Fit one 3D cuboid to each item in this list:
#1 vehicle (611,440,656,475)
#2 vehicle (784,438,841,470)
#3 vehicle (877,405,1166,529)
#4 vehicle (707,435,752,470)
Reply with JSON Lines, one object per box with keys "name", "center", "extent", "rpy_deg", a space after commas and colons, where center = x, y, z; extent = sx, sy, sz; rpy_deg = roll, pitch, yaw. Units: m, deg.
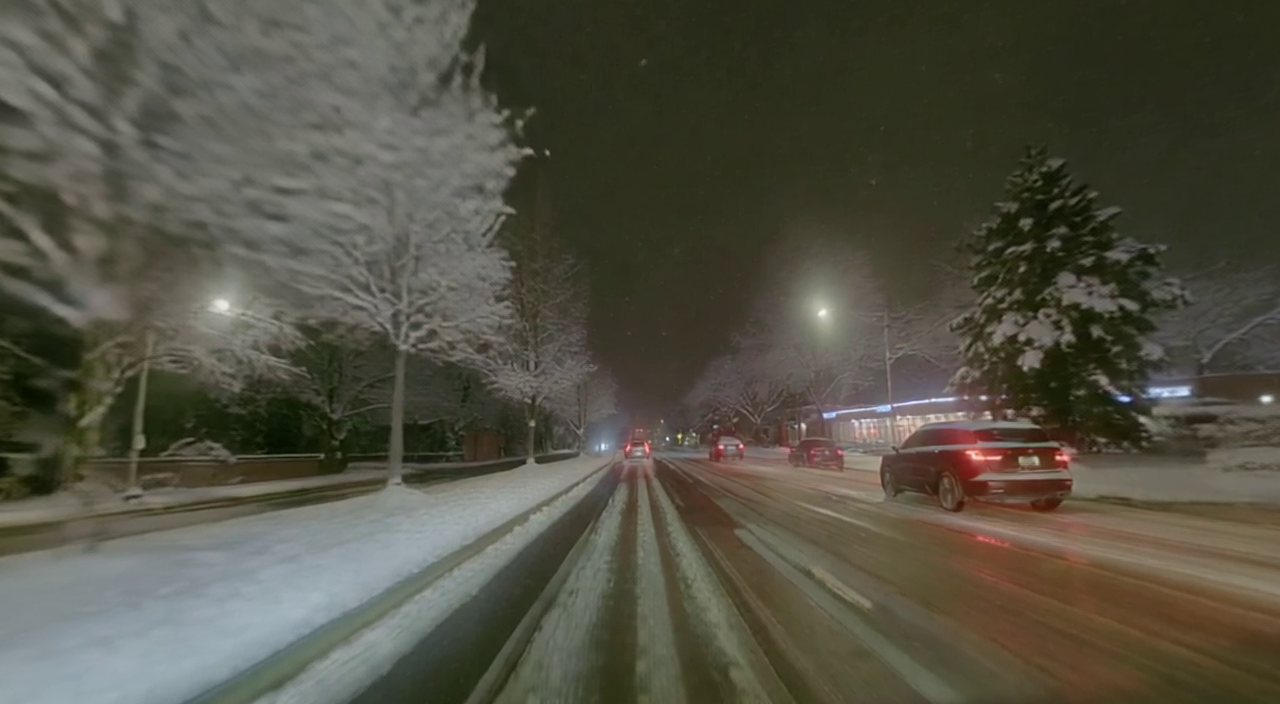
{"name": "vehicle", "center": [-0.290, 5.053, 30.505], "extent": [2.037, 1.568, 3.693], "rpy_deg": [0, -8, 0]}
{"name": "vehicle", "center": [10.278, 6.115, 38.035], "extent": [1.988, 1.783, 5.324], "rpy_deg": [0, -8, 1]}
{"name": "vehicle", "center": [7.066, 2.211, 12.804], "extent": [2.240, 1.923, 5.678], "rpy_deg": [0, -8, -1]}
{"name": "vehicle", "center": [5.045, 5.731, 36.172], "extent": [1.955, 1.845, 4.538], "rpy_deg": [0, -8, 1]}
